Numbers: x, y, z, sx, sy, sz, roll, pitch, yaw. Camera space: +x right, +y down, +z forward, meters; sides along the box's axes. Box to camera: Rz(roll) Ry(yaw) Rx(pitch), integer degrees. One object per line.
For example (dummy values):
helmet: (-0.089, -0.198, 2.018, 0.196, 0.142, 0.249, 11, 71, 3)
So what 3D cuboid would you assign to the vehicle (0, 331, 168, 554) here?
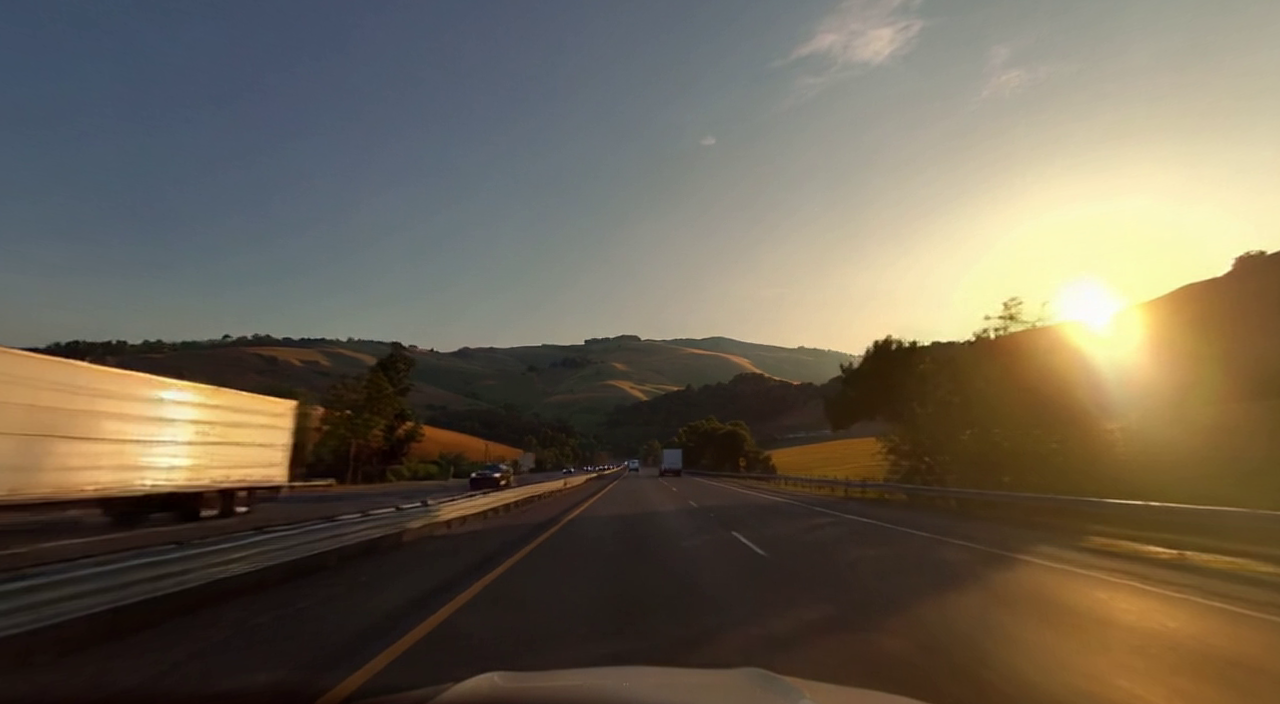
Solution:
vehicle: (-13.478, 1.109, 8.659, 2.913, 4.108, 14.085, 1, -10, 0)

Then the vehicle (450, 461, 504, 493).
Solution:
vehicle: (-9.486, 7.272, 36.815, 1.971, 1.714, 4.230, 1, -10, 0)
